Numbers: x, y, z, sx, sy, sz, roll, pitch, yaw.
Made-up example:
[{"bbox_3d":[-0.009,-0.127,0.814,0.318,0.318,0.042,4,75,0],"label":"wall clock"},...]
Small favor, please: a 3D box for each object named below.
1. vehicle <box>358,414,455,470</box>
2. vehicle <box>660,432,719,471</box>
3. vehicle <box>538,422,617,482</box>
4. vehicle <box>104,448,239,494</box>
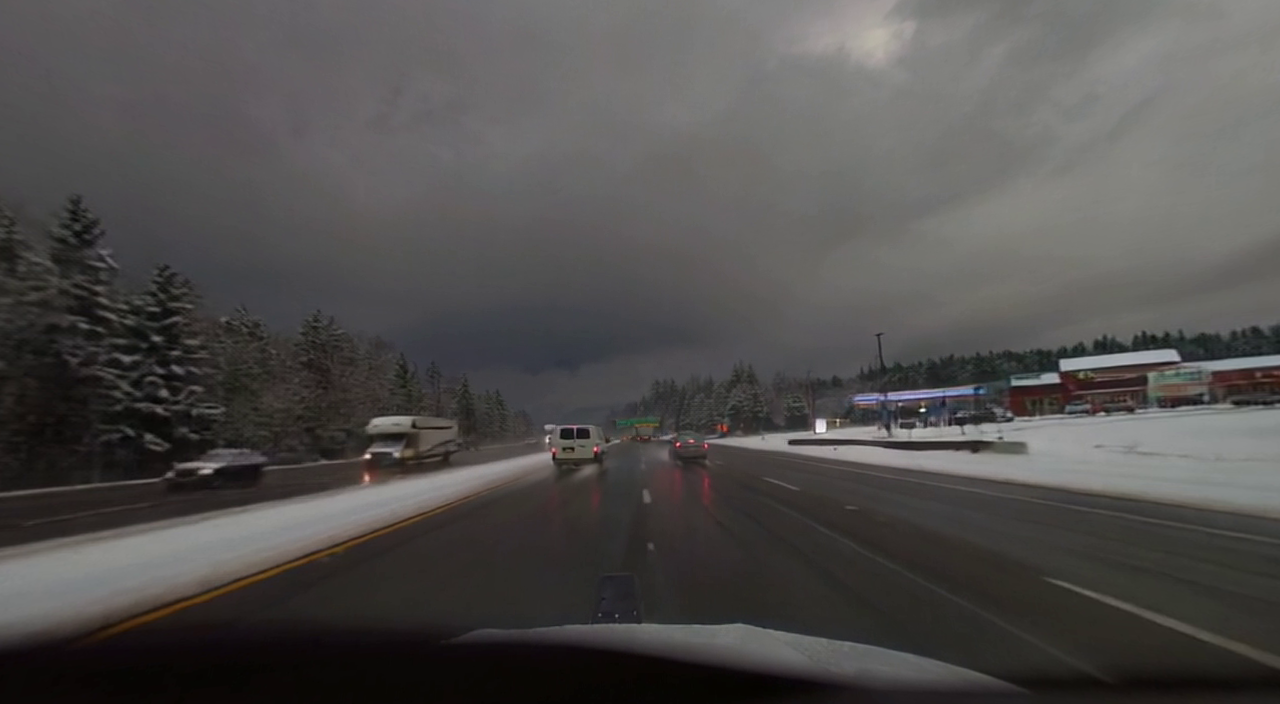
[{"bbox_3d":[-13.610,5.292,37.431,2.886,2.972,7.198,0,-8,1],"label":"vehicle"},{"bbox_3d":[2.093,4.362,27.939,2.151,1.550,4.694,0,-8,-1],"label":"vehicle"},{"bbox_3d":[-1.884,3.178,20.452,2.061,1.732,4.457,0,-8,1],"label":"vehicle"},{"bbox_3d":[-17.374,4.410,23.661,1.857,1.465,4.112,0,-8,1],"label":"vehicle"}]
